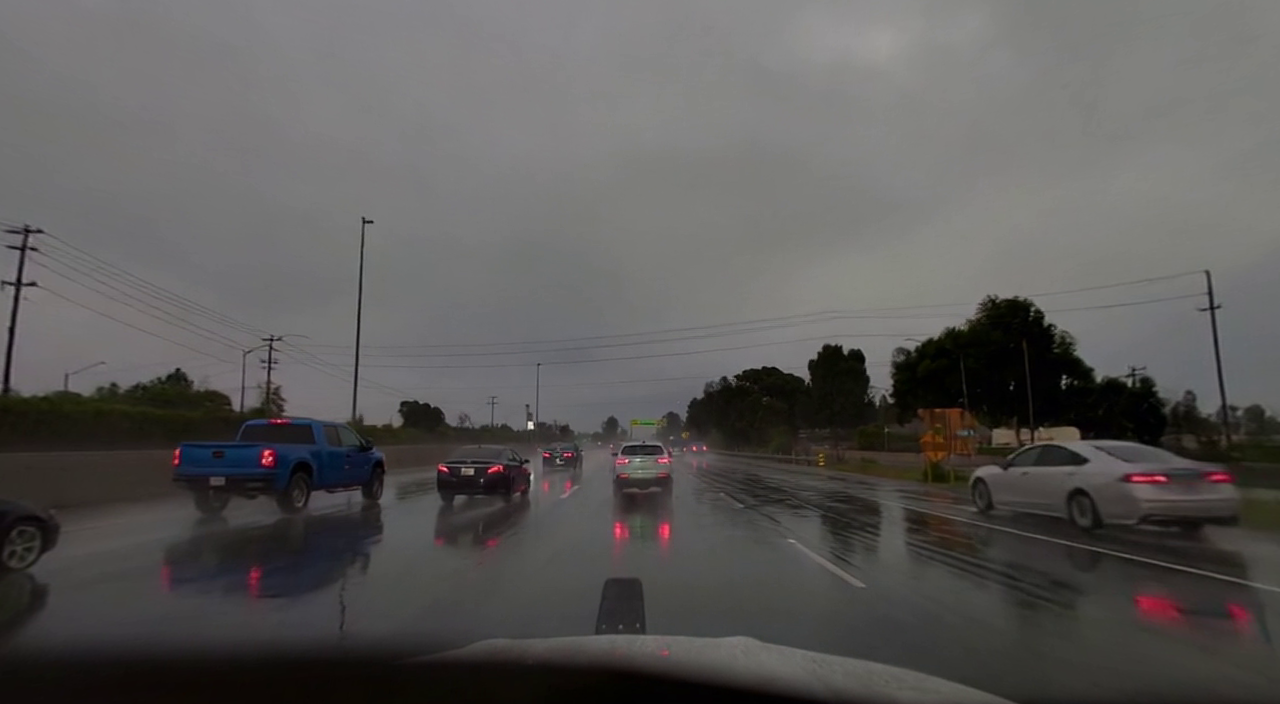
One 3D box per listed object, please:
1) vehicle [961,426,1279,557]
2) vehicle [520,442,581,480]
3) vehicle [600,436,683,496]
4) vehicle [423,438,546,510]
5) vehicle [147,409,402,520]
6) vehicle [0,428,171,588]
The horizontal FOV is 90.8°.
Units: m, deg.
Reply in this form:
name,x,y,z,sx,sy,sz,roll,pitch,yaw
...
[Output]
name,x,y,z,sx,sy,sz,roll,pitch,yaw
vehicle,7.262,1.962,9.713,2.147,1.492,4.614,0,-8,-1
vehicle,-3.639,4.489,26.412,1.904,1.448,4.060,0,-8,0
vehicle,-0.001,3.226,18.379,2.102,1.499,4.439,0,-8,-1
vehicle,-3.493,2.805,15.045,1.899,1.437,4.131,0,-8,-1
vehicle,-7.469,2.376,13.910,2.194,1.922,5.637,0,-8,0
vehicle,-6.866,1.397,5.521,1.900,1.461,4.706,0,-8,0
